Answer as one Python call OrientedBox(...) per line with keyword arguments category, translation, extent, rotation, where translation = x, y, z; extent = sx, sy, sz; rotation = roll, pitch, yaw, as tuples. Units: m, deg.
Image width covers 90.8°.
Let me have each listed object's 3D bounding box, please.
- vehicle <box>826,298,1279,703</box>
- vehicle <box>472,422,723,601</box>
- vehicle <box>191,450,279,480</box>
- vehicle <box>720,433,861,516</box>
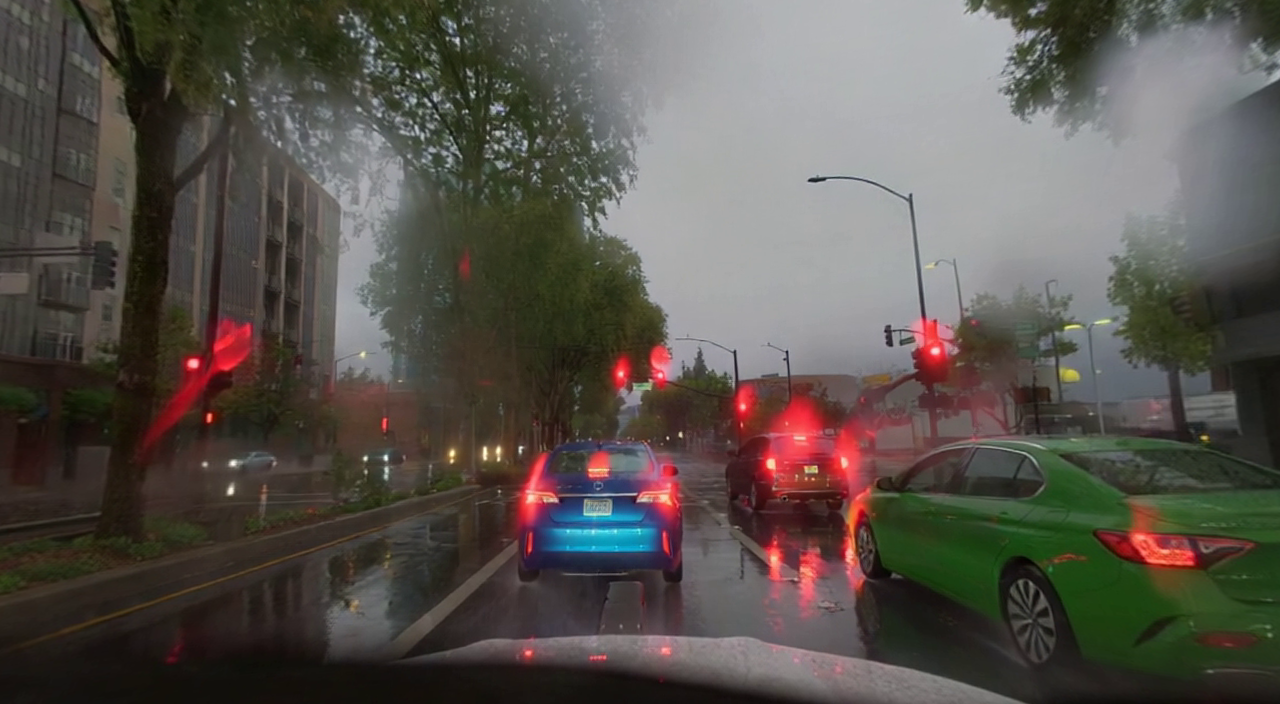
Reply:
OrientedBox(category="vehicle", translation=(3.571, 1.105, 5.053), extent=(2.572, 1.945, 5.065), rotation=(0, -8, 0))
OrientedBox(category="vehicle", translation=(-0.383, 1.653, 7.403), extent=(2.143, 1.520, 3.848), rotation=(0, -8, -1))
OrientedBox(category="vehicle", translation=(-22.003, 6.117, 34.525), extent=(1.863, 1.496, 4.389), rotation=(0, -8, 0))
OrientedBox(category="vehicle", translation=(3.145, 2.665, 14.308), extent=(2.026, 1.549, 4.559), rotation=(0, -8, -1))
